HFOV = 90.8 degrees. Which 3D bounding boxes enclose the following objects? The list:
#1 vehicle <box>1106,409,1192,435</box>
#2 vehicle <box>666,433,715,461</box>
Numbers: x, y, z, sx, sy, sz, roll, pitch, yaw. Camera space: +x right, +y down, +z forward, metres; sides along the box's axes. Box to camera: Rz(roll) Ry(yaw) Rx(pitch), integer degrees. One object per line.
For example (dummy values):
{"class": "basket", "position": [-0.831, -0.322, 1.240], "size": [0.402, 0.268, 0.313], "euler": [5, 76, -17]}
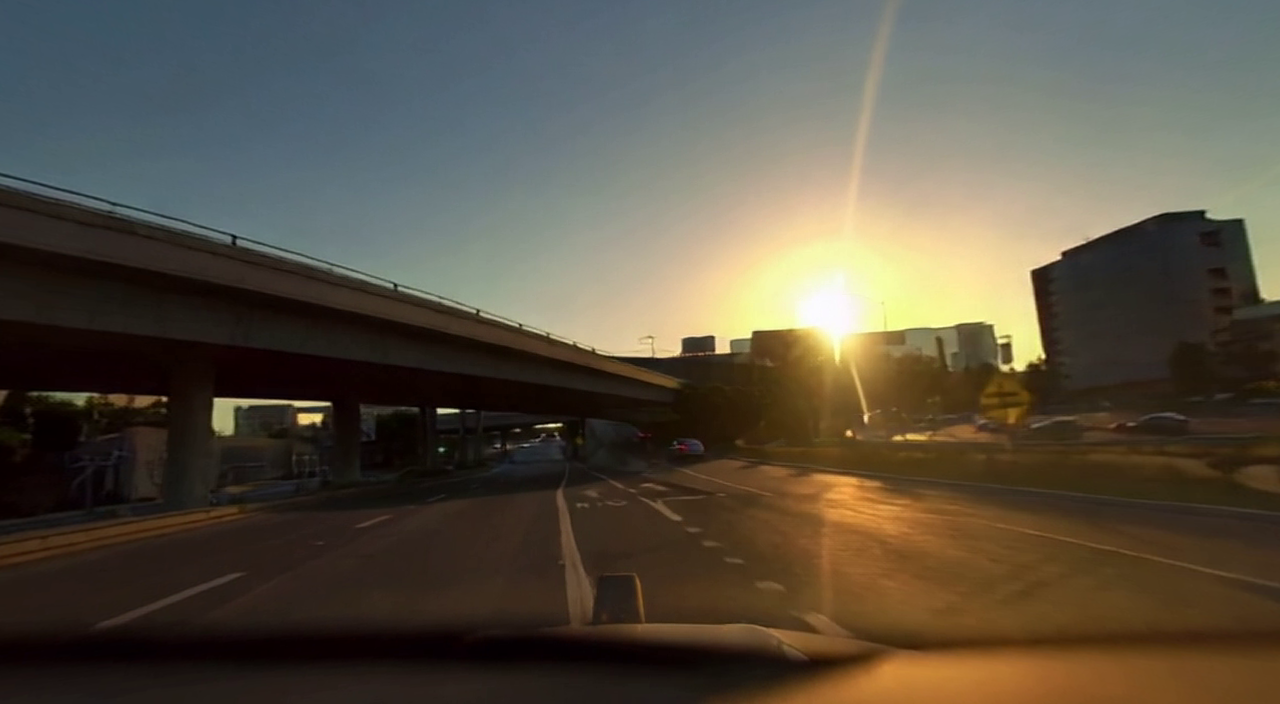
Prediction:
{"class": "vehicle", "position": [37.494, 5.168, 46.595], "size": [4.685, 1.869, 2.045], "euler": [0, -8, -4]}
{"class": "vehicle", "position": [2.873, 5.574, 37.072], "size": [2.048, 1.516, 3.874], "euler": [1, -8, -8]}
